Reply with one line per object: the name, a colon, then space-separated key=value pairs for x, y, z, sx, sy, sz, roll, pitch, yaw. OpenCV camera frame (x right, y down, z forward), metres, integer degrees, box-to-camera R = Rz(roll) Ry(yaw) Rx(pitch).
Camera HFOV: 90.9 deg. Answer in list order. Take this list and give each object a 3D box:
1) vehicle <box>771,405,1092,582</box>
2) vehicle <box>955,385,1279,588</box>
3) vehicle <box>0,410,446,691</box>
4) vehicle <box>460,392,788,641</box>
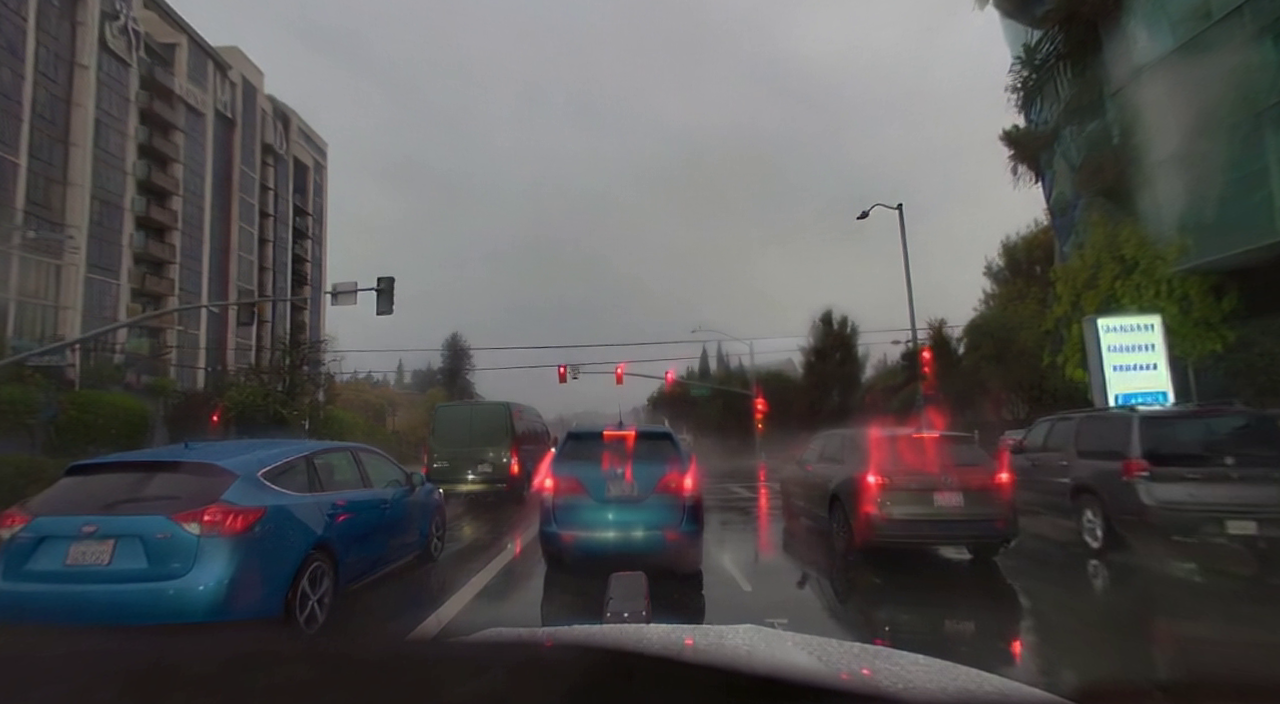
vehicle: x=3.216 y=1.664 z=8.256 sx=2.004 sy=1.646 sz=4.554 roll=0 pitch=-8 yaw=0
vehicle: x=6.041 y=1.544 z=8.031 sx=2.081 sy=1.790 sz=4.839 roll=-1 pitch=-9 yaw=8
vehicle: x=-3.544 y=1.425 z=5.820 sx=1.906 sy=1.524 sz=4.547 roll=0 pitch=-8 yaw=2
vehicle: x=-0.121 y=1.421 z=6.446 sx=2.195 sy=1.662 sz=4.262 roll=0 pitch=-8 yaw=0
